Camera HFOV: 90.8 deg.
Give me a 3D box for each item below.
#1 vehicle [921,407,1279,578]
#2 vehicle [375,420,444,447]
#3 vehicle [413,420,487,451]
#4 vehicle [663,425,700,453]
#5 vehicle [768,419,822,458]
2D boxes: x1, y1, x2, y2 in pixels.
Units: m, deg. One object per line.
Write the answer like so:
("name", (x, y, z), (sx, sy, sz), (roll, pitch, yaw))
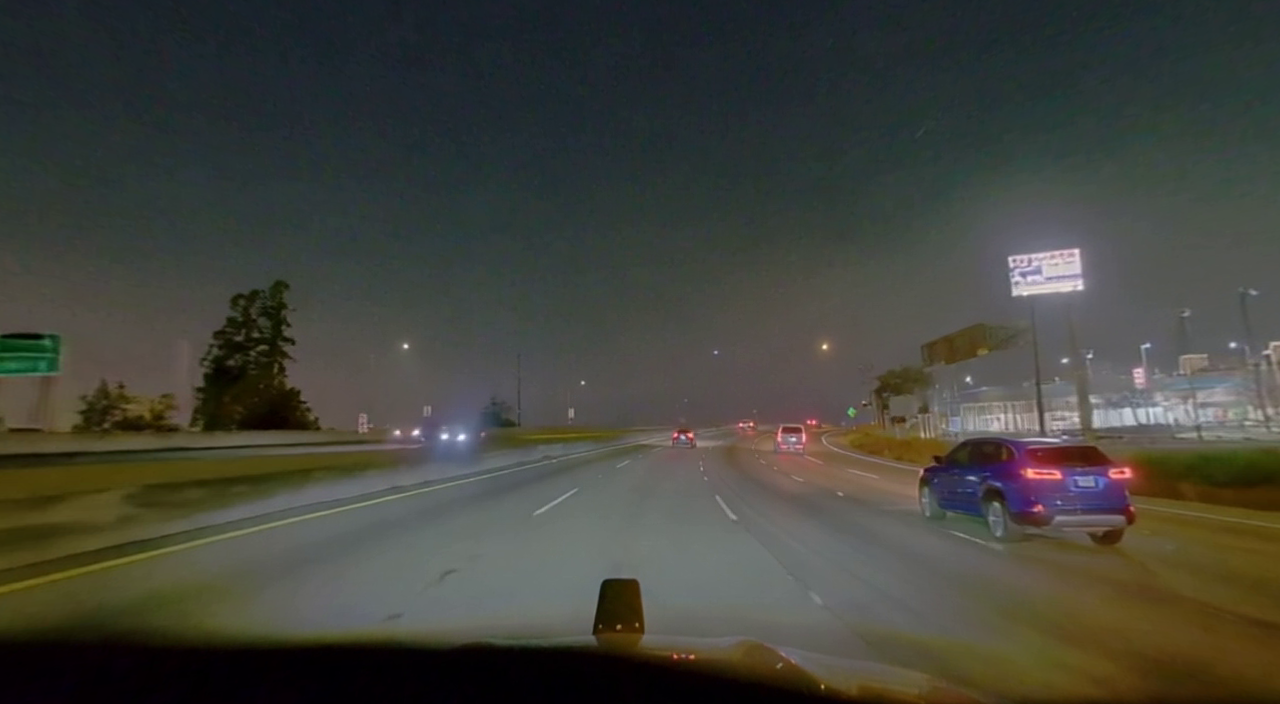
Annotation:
("vehicle", (5.685, 1.706, 8.451), (2.097, 1.659, 4.320), (0, -9, 4))
("vehicle", (-13.506, 4.879, 37.369), (2.030, 1.457, 4.365), (-1, -9, 6))
("vehicle", (-10.257, 4.607, 34.565), (2.179, 1.522, 4.505), (-1, -9, 7))
("vehicle", (2.874, 5.938, 42.939), (2.181, 1.768, 4.383), (-1, -9, 9))
("vehicle", (9.622, 5.509, 39.811), (2.526, 2.230, 6.190), (0, -9, 7))
